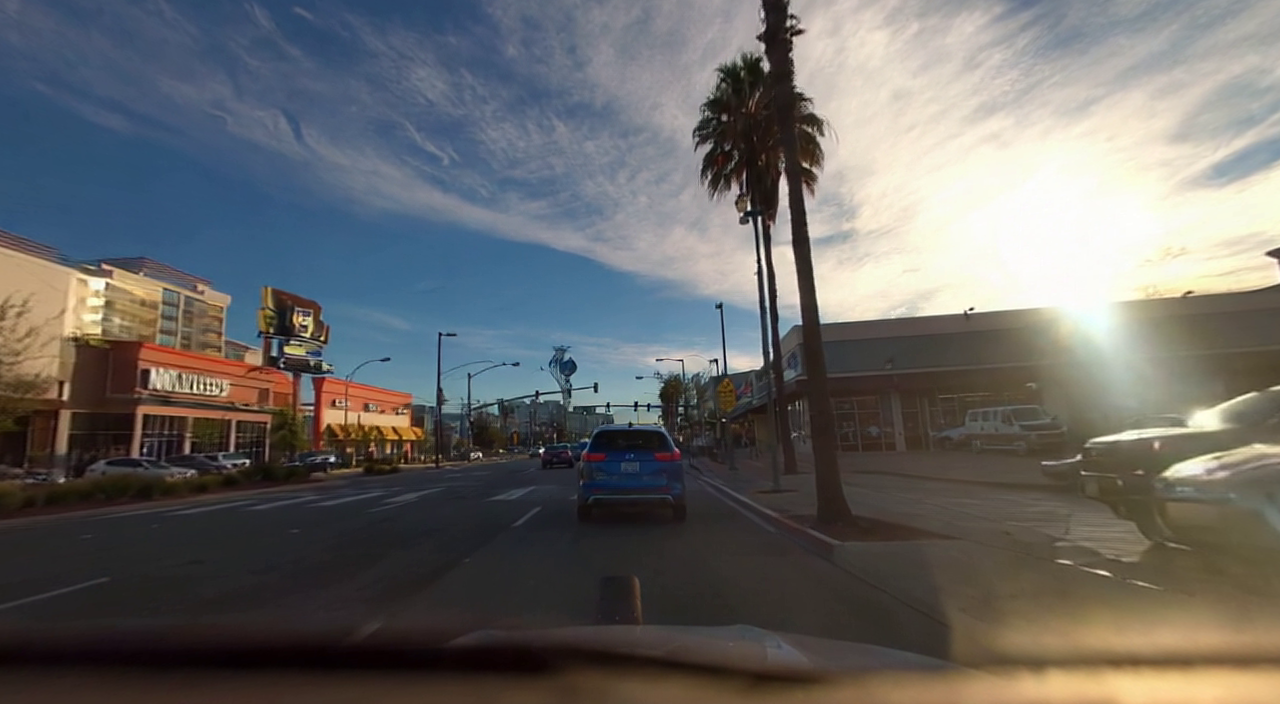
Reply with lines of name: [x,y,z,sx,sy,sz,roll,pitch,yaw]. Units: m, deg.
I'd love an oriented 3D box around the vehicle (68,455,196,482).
vehicle: [-28.127,6.476,35.202,5.154,1.343,1.943,4,-9,-24]

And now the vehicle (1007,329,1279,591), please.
vehicle: [6.231,0.860,5.331,4.828,1.733,2.231,0,-9,0]

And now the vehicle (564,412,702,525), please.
vehicle: [-0.157,2.181,12.231,2.234,1.818,3.869,0,-9,-1]
